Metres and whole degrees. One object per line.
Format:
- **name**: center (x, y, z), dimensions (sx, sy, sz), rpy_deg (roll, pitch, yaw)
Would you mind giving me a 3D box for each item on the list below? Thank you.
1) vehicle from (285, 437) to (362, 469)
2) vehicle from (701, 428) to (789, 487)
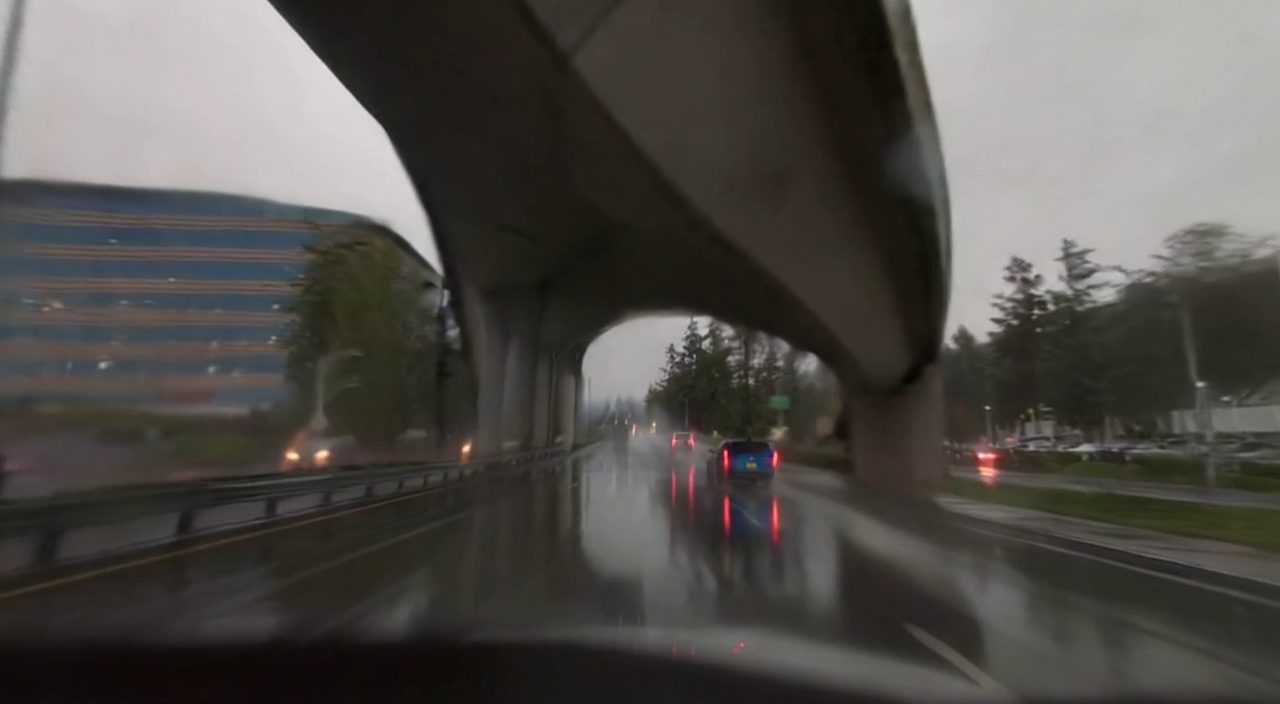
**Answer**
- **vehicle**: center (-19.120, 6.109, 38.357), dimensions (2.056, 1.793, 4.976), rpy_deg (0, -9, 0)
- **vehicle**: center (3.317, 3.467, 20.912), dimensions (2.110, 1.712, 4.489), rpy_deg (0, -9, -1)
